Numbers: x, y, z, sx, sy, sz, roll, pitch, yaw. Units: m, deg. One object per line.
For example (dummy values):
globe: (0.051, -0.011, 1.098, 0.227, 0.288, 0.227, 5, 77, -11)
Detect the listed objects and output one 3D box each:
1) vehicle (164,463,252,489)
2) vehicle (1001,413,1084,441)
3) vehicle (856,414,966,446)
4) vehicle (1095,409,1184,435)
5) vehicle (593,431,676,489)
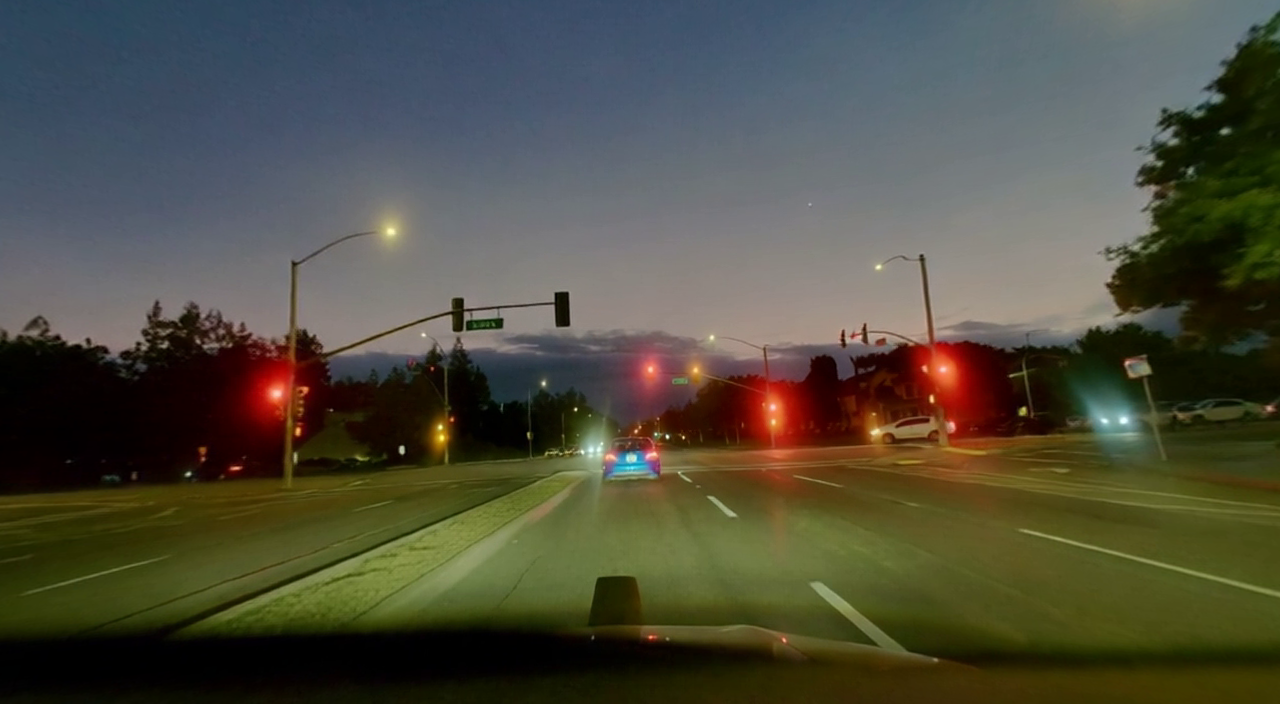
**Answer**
vehicle: (-32.660, 9.399, 47.901, 5.009, 1.739, 2.092, 1, -8, -11)
vehicle: (28.648, 5.361, 45.069, 4.557, 1.899, 1.996, 1, -8, -5)
vehicle: (17.931, 5.200, 42.104, 6.025, 2.000, 2.876, 1, -7, -2)
vehicle: (35.911, 5.066, 45.470, 4.735, 1.784, 2.094, 1, -7, -3)
vehicle: (-0.058, 3.277, 19.507, 2.074, 1.570, 3.647, 0, -8, 7)
